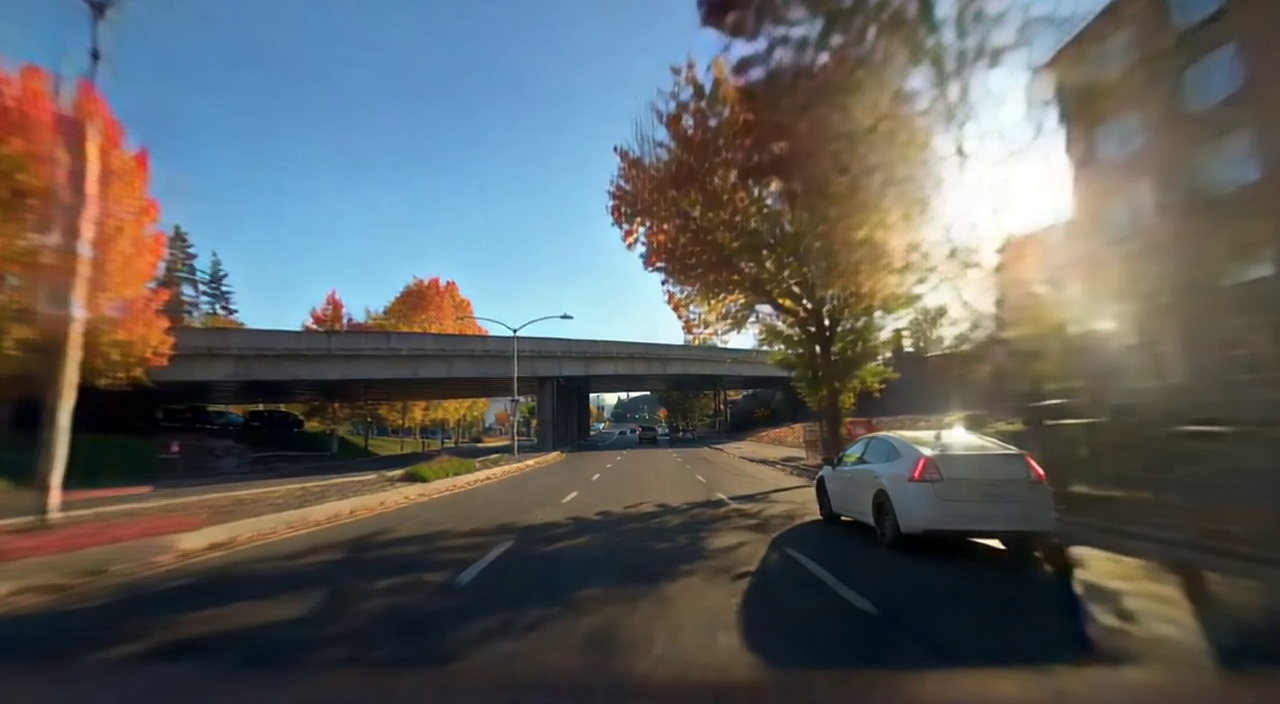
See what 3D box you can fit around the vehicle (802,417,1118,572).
[{"bbox_3d":[3.813,1.786,8.648,2.063,1.542,4.420,-1,-9,1],"label":"vehicle"}]
